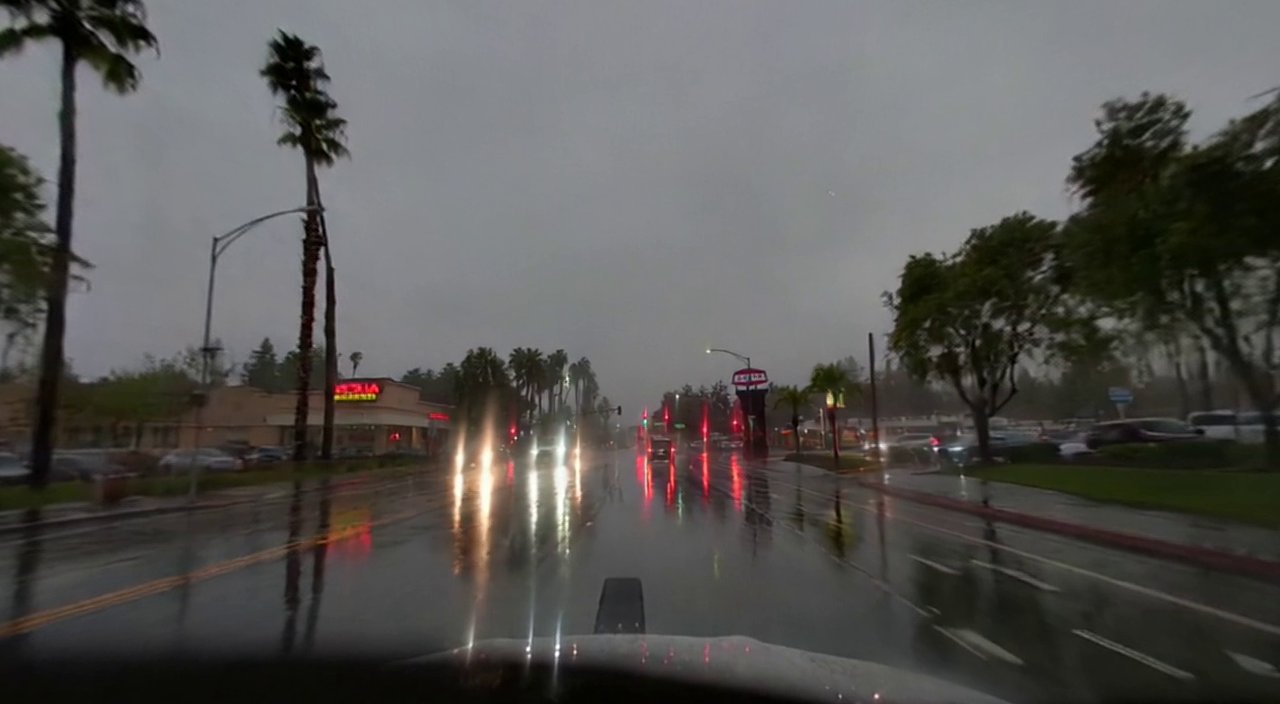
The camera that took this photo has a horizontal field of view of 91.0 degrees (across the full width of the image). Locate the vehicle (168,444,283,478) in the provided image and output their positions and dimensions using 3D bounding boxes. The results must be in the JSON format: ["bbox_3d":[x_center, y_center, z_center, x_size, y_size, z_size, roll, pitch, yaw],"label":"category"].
[{"bbox_3d":[-21.750,5.735,33.146,4.498,1.729,2.102,0,-9,0],"label":"vehicle"}]

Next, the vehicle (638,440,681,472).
[{"bbox_3d":[0.948,5.315,32.418,2.065,1.507,4.225,0,-9,1],"label":"vehicle"}]

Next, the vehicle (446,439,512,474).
[{"bbox_3d":[-9.793,6.394,38.841,2.328,1.976,5.915,0,-8,2],"label":"vehicle"}]

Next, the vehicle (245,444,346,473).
[{"bbox_3d":[-21.413,6.655,39.282,5.050,1.758,2.134,0,-9,2],"label":"vehicle"}]

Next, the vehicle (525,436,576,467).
[{"bbox_3d":[-5.962,6.730,42.698,2.551,1.995,5.615,0,-9,1],"label":"vehicle"}]

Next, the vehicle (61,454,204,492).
[{"bbox_3d":[-21.814,5.211,27.195,4.552,1.389,1.779,-2,-11,-2],"label":"vehicle"}]

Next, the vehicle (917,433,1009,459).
[{"bbox_3d":[18.098,5.302,35.403,4.140,1.422,1.869,0,-9,-2],"label":"vehicle"}]
